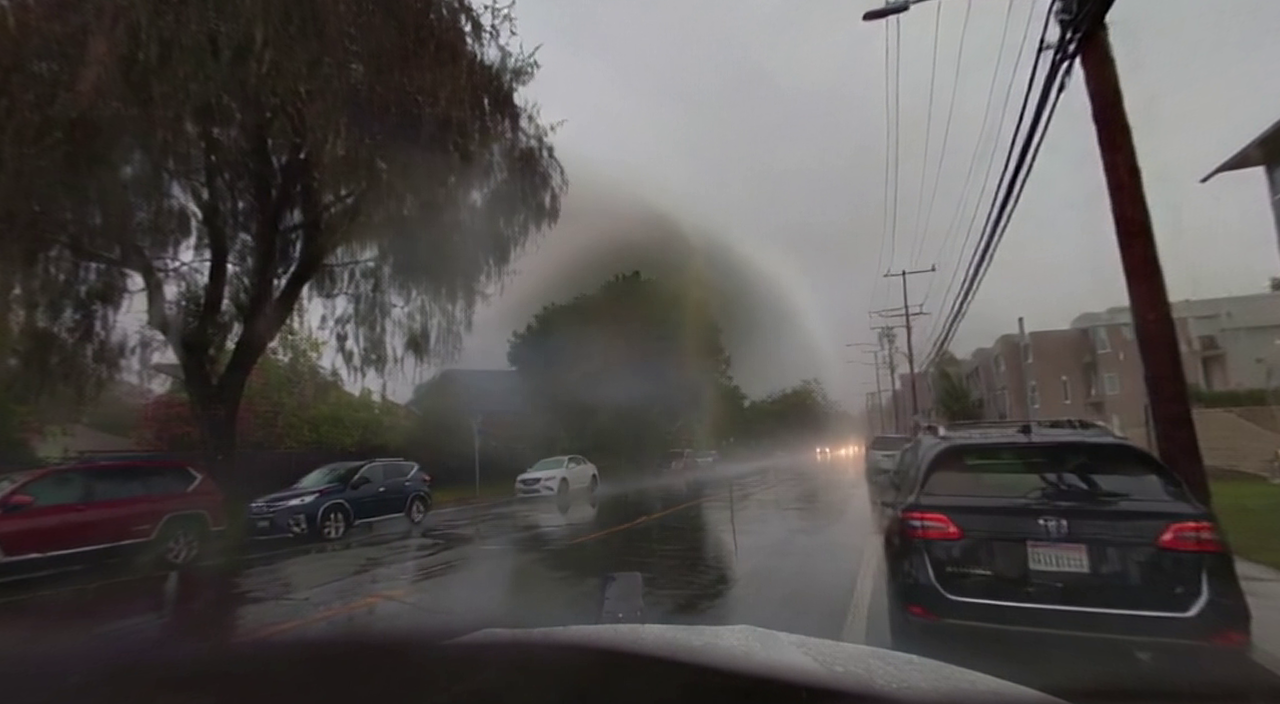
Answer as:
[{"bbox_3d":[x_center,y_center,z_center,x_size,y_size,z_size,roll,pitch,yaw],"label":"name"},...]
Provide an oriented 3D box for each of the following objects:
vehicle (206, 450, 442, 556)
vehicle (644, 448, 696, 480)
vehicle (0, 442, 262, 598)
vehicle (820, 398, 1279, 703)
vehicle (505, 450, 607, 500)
[{"bbox_3d":[-6.646,3.169,13.956,2.068,1.745,4.579,-10,-11,15],"label":"vehicle"},{"bbox_3d":[1.955,6.936,39.551,2.011,1.801,4.676,-3,-9,19],"label":"vehicle"},{"bbox_3d":[-8.342,2.346,8.972,1.973,1.848,5.100,-10,-11,15],"label":"vehicle"},{"bbox_3d":[2.648,1.312,4.947,2.030,1.535,4.683,-3,-9,19],"label":"vehicle"},{"bbox_3d":[-3.221,4.925,25.112,2.017,1.582,4.664,-10,-14,18],"label":"vehicle"}]
